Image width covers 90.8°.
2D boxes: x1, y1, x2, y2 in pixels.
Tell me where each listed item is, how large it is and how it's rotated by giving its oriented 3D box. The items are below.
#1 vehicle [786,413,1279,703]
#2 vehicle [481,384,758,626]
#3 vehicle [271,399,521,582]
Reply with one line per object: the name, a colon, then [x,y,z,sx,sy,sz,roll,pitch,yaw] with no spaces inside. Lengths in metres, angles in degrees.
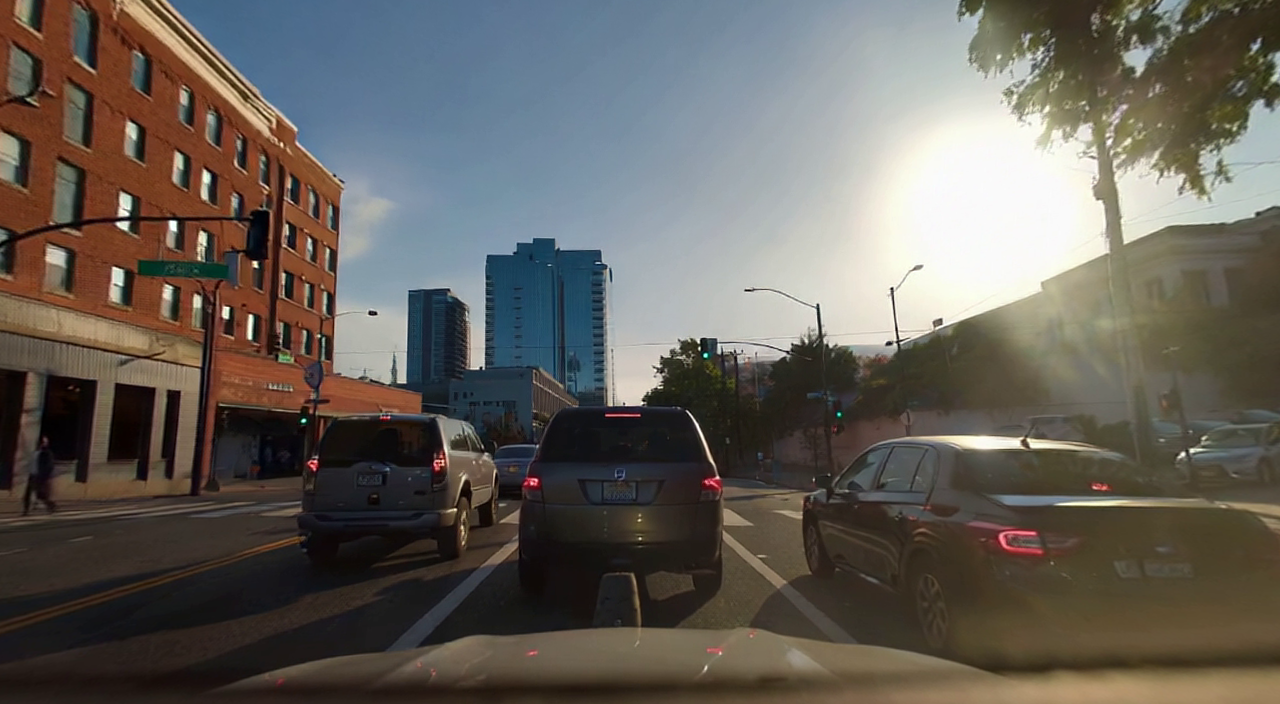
vehicle: [2.578,1.306,4.825,1.852,1.462,4.155,0,-8,-1]
vehicle: [-0.140,1.503,7.166,2.105,1.842,4.537,0,-8,0]
vehicle: [-2.850,1.703,8.538,1.855,1.812,4.244,0,-8,-3]
